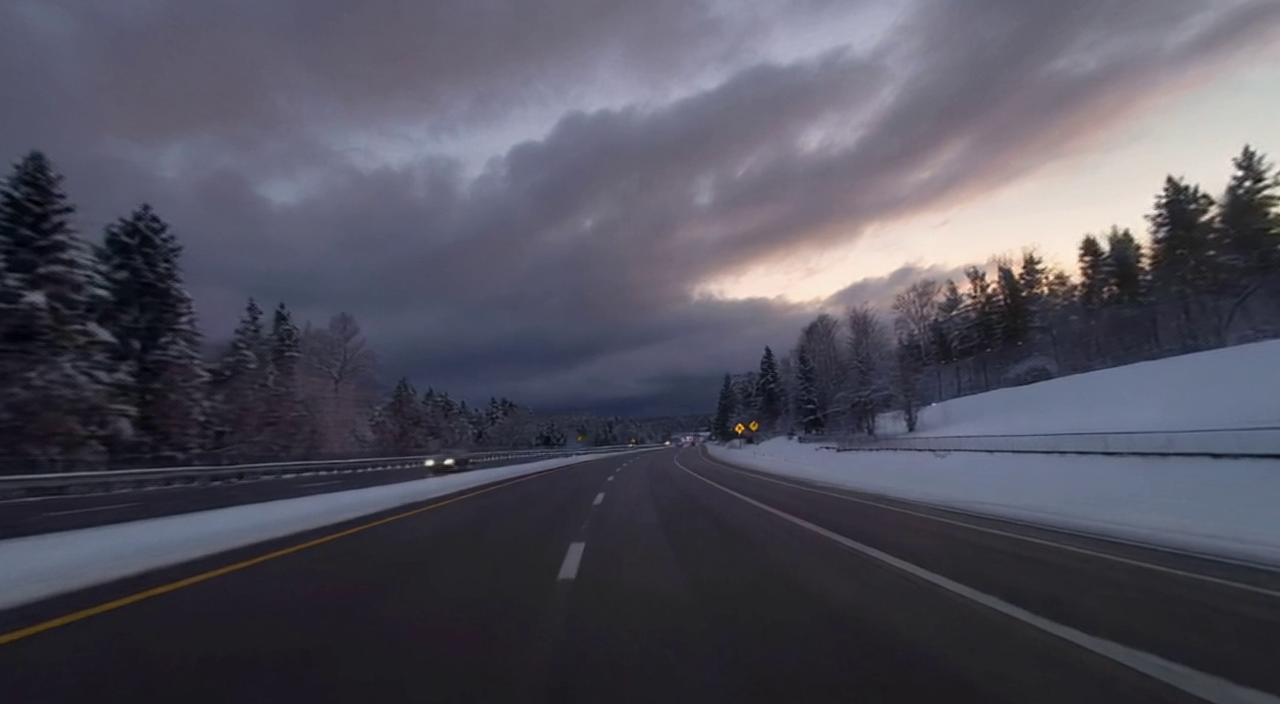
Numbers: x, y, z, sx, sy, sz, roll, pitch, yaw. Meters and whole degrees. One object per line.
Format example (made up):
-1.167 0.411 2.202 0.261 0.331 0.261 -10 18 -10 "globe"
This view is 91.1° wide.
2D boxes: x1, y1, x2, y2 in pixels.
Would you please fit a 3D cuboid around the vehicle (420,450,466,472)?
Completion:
-14.638 8.098 46.956 1.950 1.472 4.638 -1 -9 1 "vehicle"
